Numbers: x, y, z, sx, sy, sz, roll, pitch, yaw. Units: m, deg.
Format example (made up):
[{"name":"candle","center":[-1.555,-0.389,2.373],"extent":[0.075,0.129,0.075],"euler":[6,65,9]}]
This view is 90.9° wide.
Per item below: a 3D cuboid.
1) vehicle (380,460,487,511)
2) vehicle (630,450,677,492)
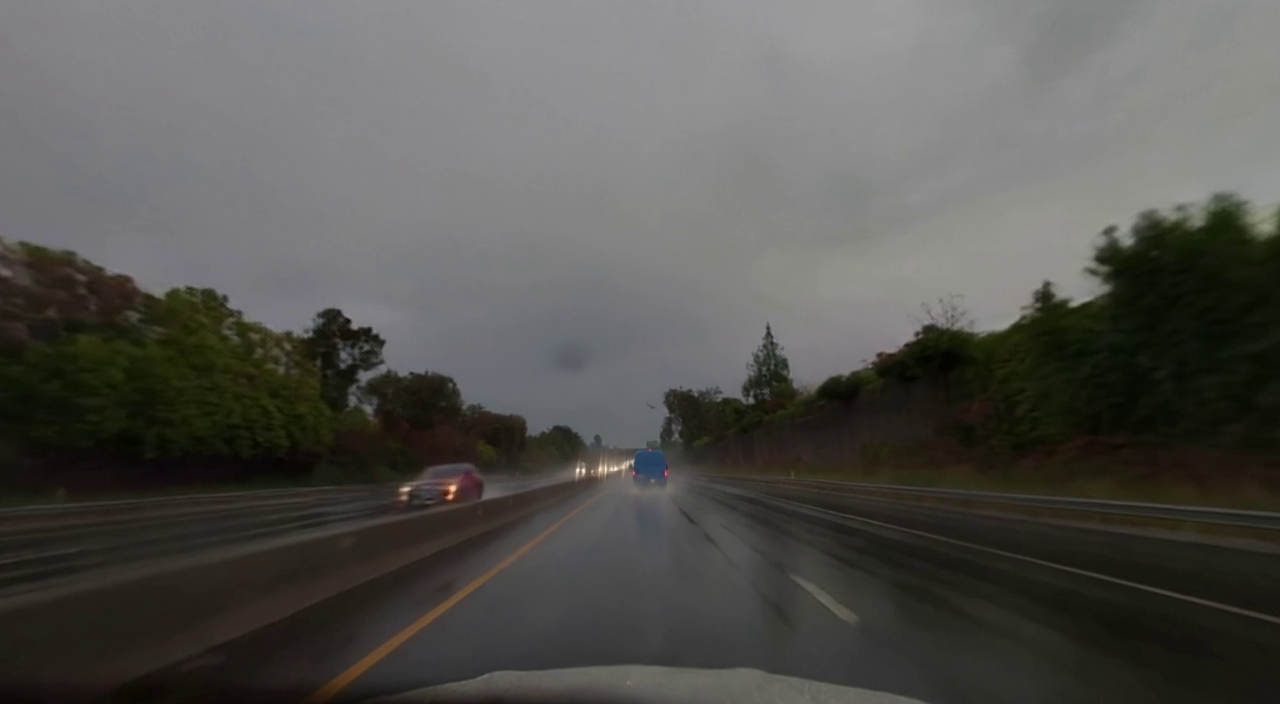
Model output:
[{"name":"vehicle","center":[-7.861,5.153,24.613],"extent":[2.509,1.758,4.648],"euler":[1,-11,1]},{"name":"vehicle","center":[0.699,6.737,35.744],"extent":[2.429,2.167,4.558],"euler":[1,-11,-1]}]
